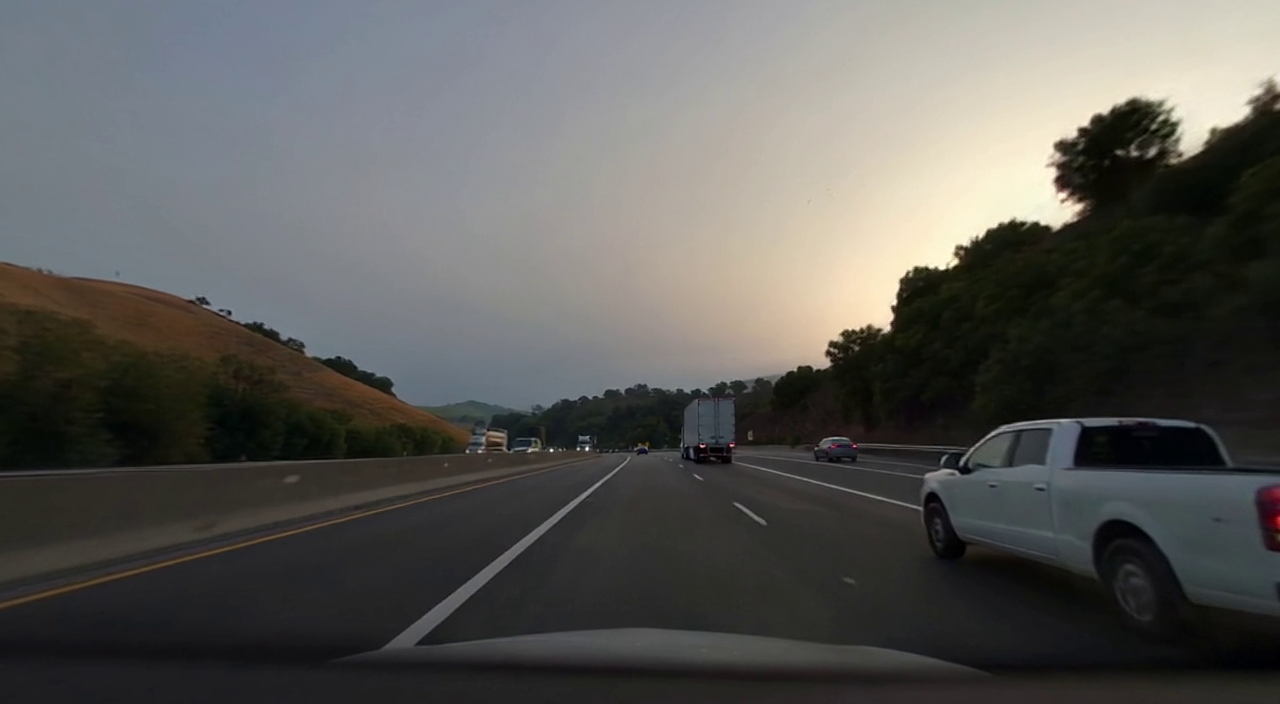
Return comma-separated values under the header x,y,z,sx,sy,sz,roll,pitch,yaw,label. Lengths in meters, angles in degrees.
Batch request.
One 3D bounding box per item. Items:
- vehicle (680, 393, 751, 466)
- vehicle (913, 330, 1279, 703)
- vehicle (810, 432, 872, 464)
x,y,z,sx,sy,sz,roll,pitch,yaw,label
4.432,4.990,39.527,3.049,3.968,10.706,0,-9,-1,vehicle
3.853,1.009,4.284,2.055,1.737,4.224,0,-9,0,vehicle
11.802,5.667,37.329,2.046,1.741,4.769,0,-9,0,vehicle
